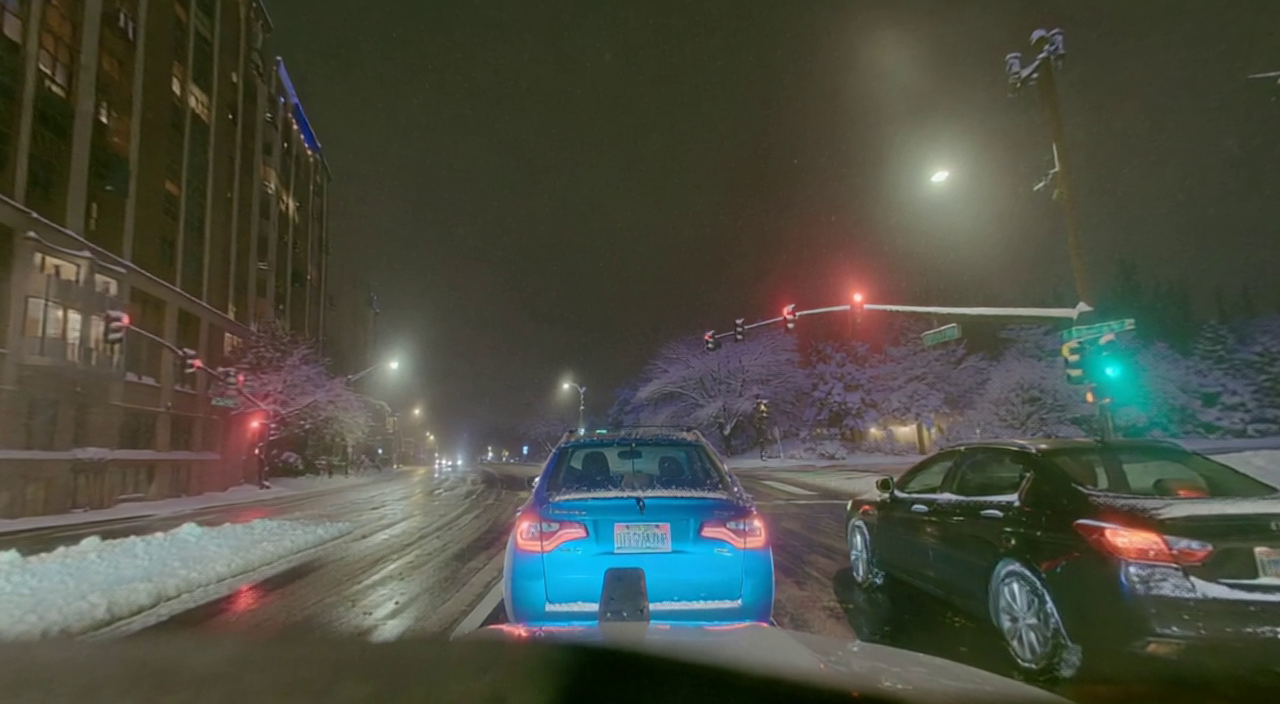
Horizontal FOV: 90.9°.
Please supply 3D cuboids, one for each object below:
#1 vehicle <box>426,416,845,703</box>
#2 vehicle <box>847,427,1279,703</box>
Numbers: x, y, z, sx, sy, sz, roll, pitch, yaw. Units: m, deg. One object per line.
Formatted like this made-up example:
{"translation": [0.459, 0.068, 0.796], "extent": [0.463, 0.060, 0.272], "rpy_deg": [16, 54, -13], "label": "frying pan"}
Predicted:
{"translation": [-0.064, 1.373, 5.266], "extent": [2.094, 1.481, 4.078], "rpy_deg": [0, -8, -1], "label": "vehicle"}
{"translation": [3.353, 1.387, 5.116], "extent": [1.860, 1.430, 4.089], "rpy_deg": [0, -8, -1], "label": "vehicle"}
